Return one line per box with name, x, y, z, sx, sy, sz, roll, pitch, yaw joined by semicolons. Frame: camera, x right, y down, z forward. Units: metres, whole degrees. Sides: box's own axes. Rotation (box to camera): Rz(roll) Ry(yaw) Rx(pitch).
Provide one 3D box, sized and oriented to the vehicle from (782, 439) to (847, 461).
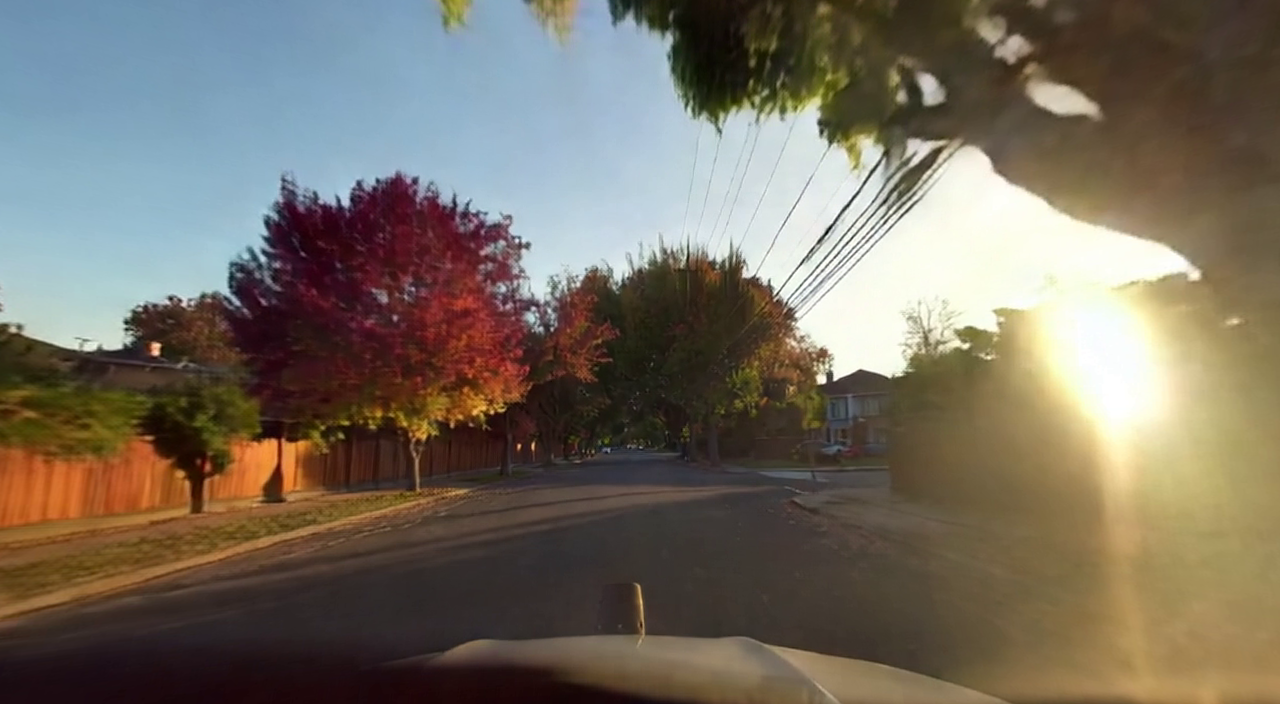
vehicle;12.619;7.087;45.912;4.286;1.525;2.219;-1;-9;10
